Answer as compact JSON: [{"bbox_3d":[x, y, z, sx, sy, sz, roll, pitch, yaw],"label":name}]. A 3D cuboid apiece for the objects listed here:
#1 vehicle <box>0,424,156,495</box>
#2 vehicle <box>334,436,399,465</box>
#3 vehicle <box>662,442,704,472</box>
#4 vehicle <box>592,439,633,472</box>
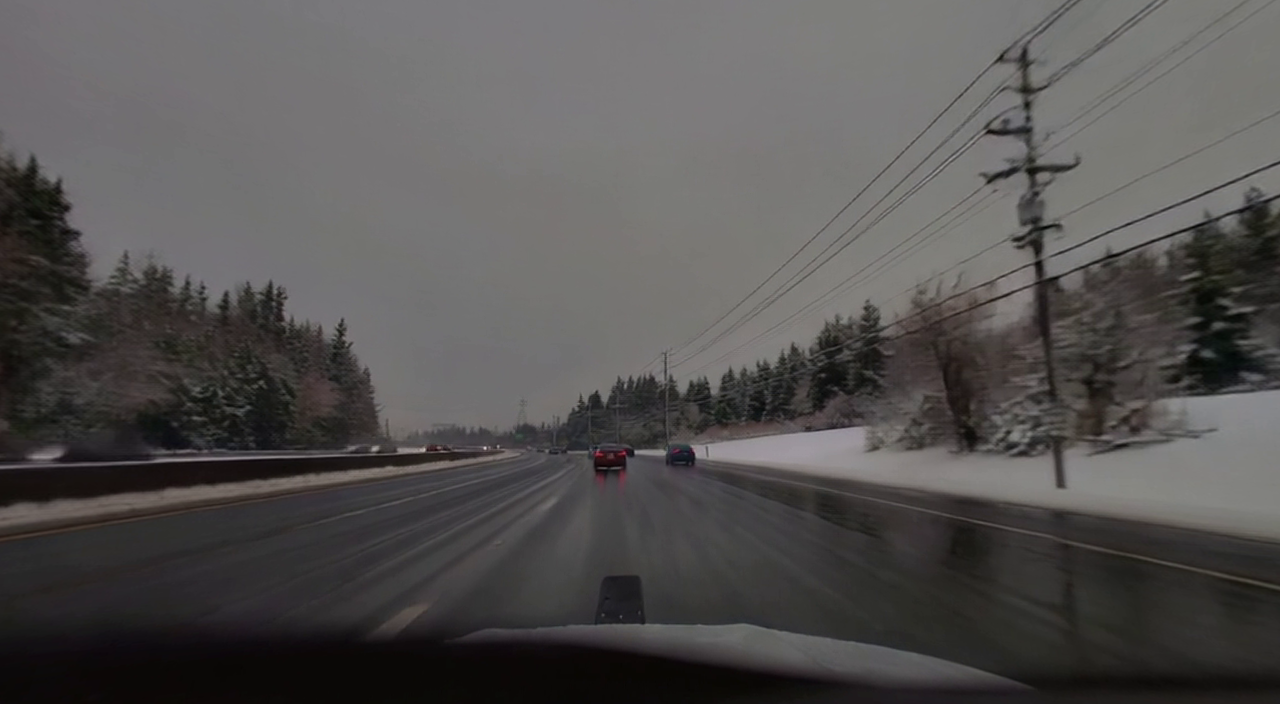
[{"bbox_3d":[-14.570,2.573,15.375,1.890,1.507,4.764,0,-8,-2],"label":"vehicle"},{"bbox_3d":[-15.511,5.624,36.073,1.915,1.521,4.350,1,-9,-3],"label":"vehicle"},{"bbox_3d":[2.306,5.745,34.726,1.789,1.503,3.897,1,-8,-4],"label":"vehicle"},{"bbox_3d":[-1.579,5.746,35.240,2.188,1.714,3.921,1,-8,-4],"label":"vehicle"}]
